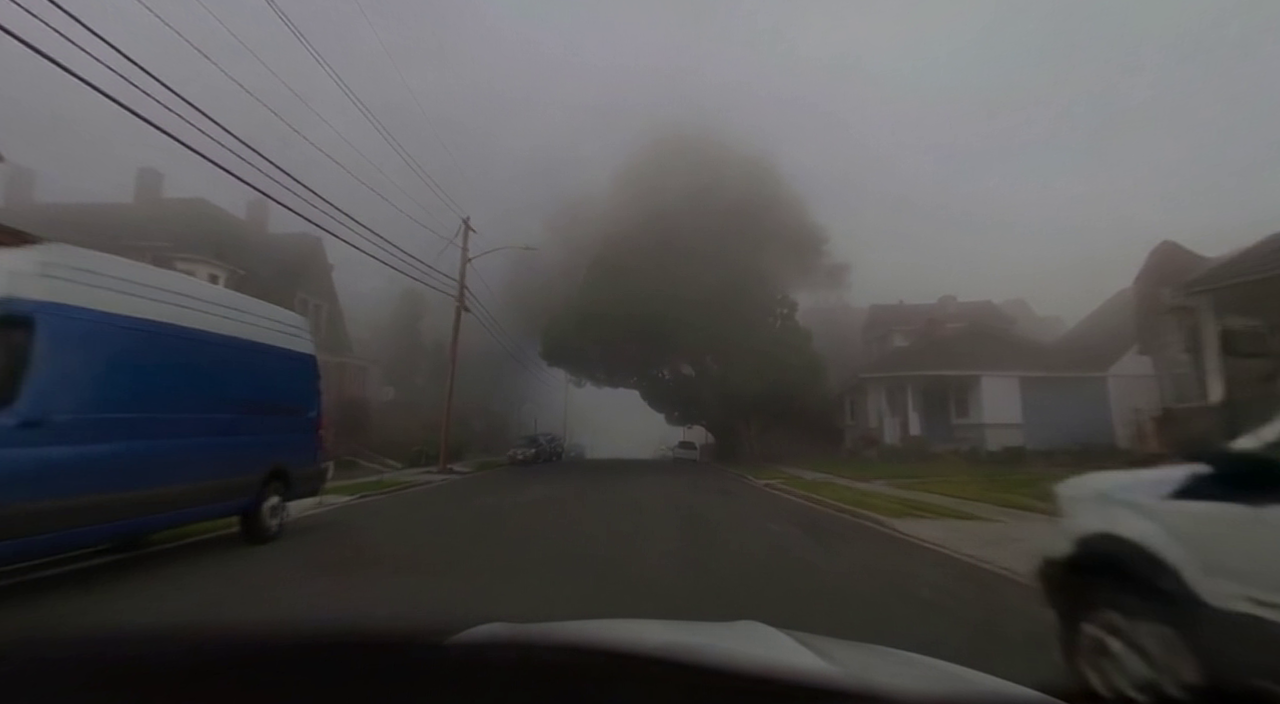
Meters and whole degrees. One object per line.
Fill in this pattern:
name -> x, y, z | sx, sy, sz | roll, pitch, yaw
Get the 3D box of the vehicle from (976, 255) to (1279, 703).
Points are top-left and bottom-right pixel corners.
vehicle -> 3.401, 0.547, 1.180 | 2.328, 2.042, 5.559 | 0, -9, -2

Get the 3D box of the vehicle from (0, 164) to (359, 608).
vehicle -> -6.710, 0.569, 7.658 | 3.115, 3.562, 7.695 | -2, -6, 0

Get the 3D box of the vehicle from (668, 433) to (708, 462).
vehicle -> 3.110, 6.395, 42.172 | 2.159, 1.760, 5.345 | 0, -9, -1

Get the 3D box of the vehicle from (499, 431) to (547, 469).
vehicle -> -7.176, 6.137, 39.040 | 1.947, 1.480, 4.330 | -3, -19, 2
